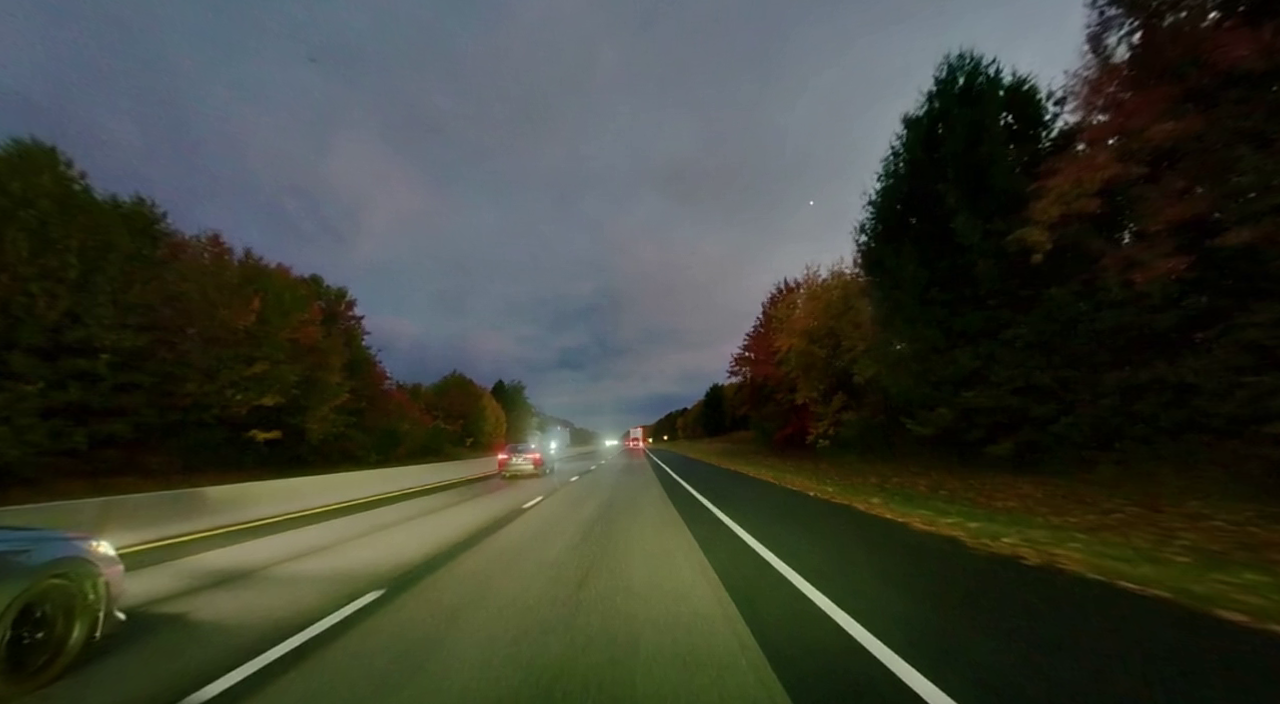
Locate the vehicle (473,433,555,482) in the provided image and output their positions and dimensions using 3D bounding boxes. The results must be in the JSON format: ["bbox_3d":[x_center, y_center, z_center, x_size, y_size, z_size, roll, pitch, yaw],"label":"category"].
[{"bbox_3d":[-4.332,3.712,22.376,2.002,1.553,4.247,0,-8,1],"label":"vehicle"}]
